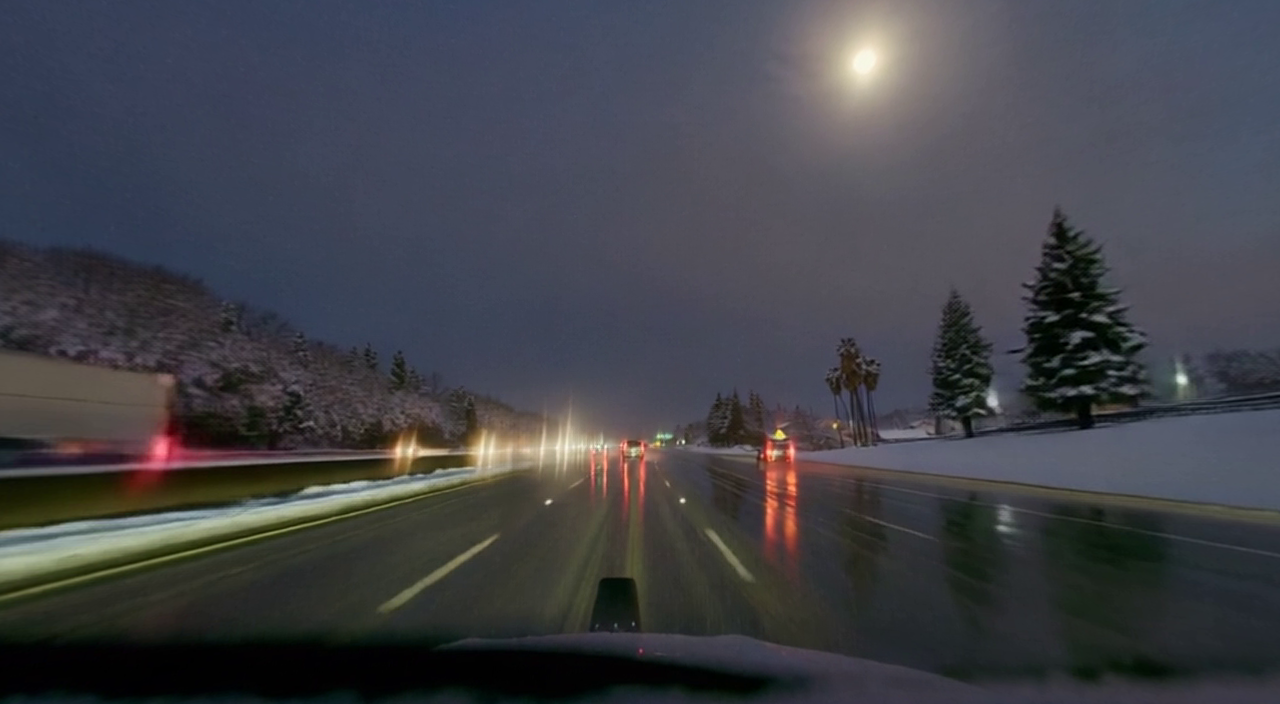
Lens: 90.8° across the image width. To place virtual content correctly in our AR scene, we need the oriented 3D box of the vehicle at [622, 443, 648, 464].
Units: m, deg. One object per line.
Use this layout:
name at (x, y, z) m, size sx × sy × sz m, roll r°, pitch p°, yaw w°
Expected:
vehicle at (-0.344, 7.785, 48.693) m, size 1.977 × 1.513 × 3.546 m, roll 0°, pitch -8°, yaw 1°

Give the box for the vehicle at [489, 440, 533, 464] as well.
vehicle at (-9.484, 7.436, 46.914) m, size 2.100 × 1.668 × 4.686 m, roll 0°, pitch -8°, yaw 2°

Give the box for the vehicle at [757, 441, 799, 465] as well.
vehicle at (10.185, 7.501, 46.963) m, size 2.130 × 1.703 × 4.572 m, roll 0°, pitch -8°, yaw 0°

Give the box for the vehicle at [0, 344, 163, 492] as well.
vehicle at (-19.412, 2.033, 18.935) m, size 3.076 × 4.095 × 8.893 m, roll 0°, pitch -9°, yaw 0°
